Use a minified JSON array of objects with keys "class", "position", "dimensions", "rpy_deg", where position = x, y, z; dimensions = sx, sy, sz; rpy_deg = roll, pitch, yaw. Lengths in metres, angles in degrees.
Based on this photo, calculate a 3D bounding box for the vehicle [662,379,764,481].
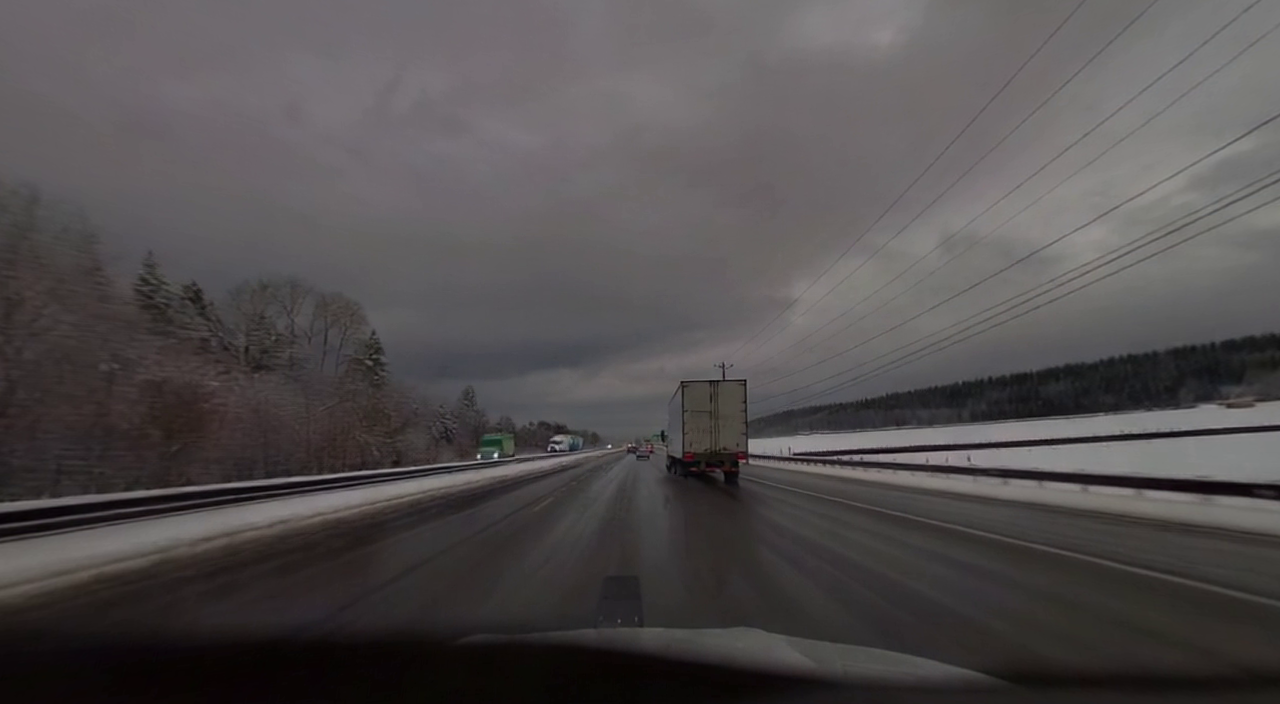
[{"class":"vehicle","position":[3.182,4.385,33.576],"dimensions":[3.202,4.046,17.146],"rpy_deg":[0,-9,-1]}]
